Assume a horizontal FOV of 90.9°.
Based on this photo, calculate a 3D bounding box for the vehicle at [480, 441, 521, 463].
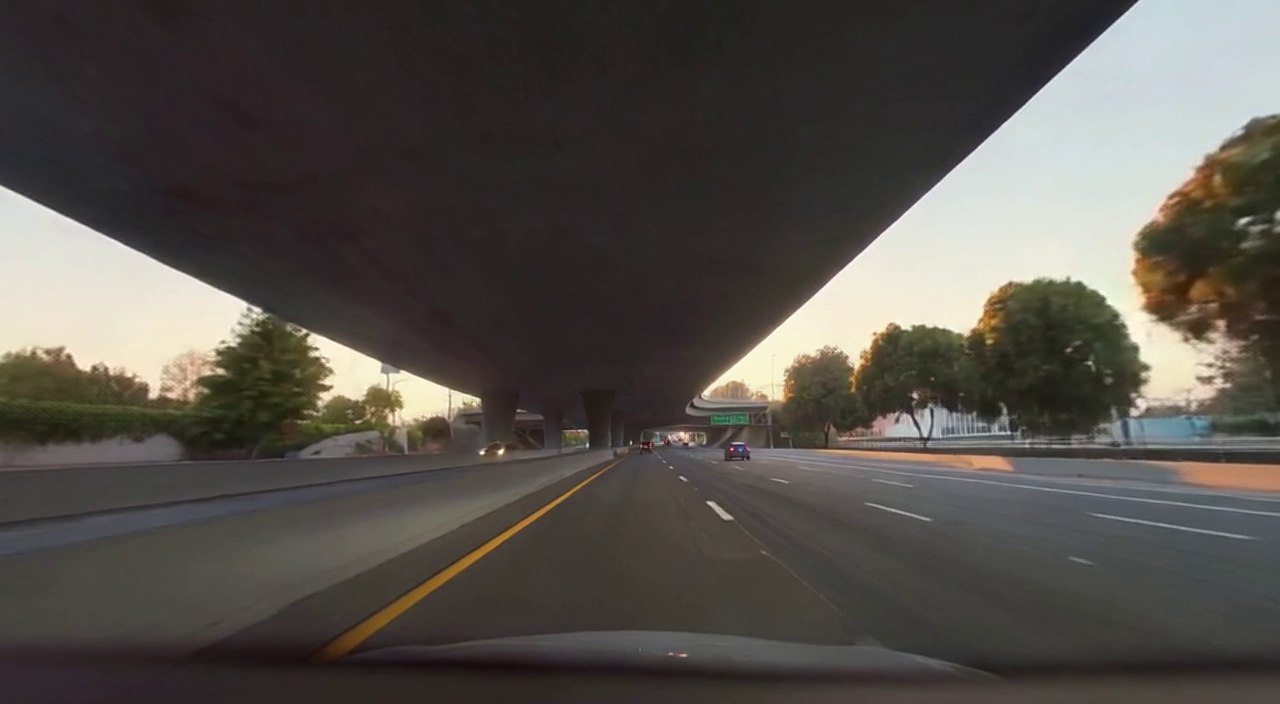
[{"bbox_3d":[-10.354,7.483,47.221,2.027,1.551,4.656,0,-8,0],"label":"vehicle"}]

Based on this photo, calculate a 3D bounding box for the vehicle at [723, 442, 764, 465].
[{"bbox_3d":[6.972,6.893,42.972,2.025,1.484,4.208,0,-8,0],"label":"vehicle"}]
